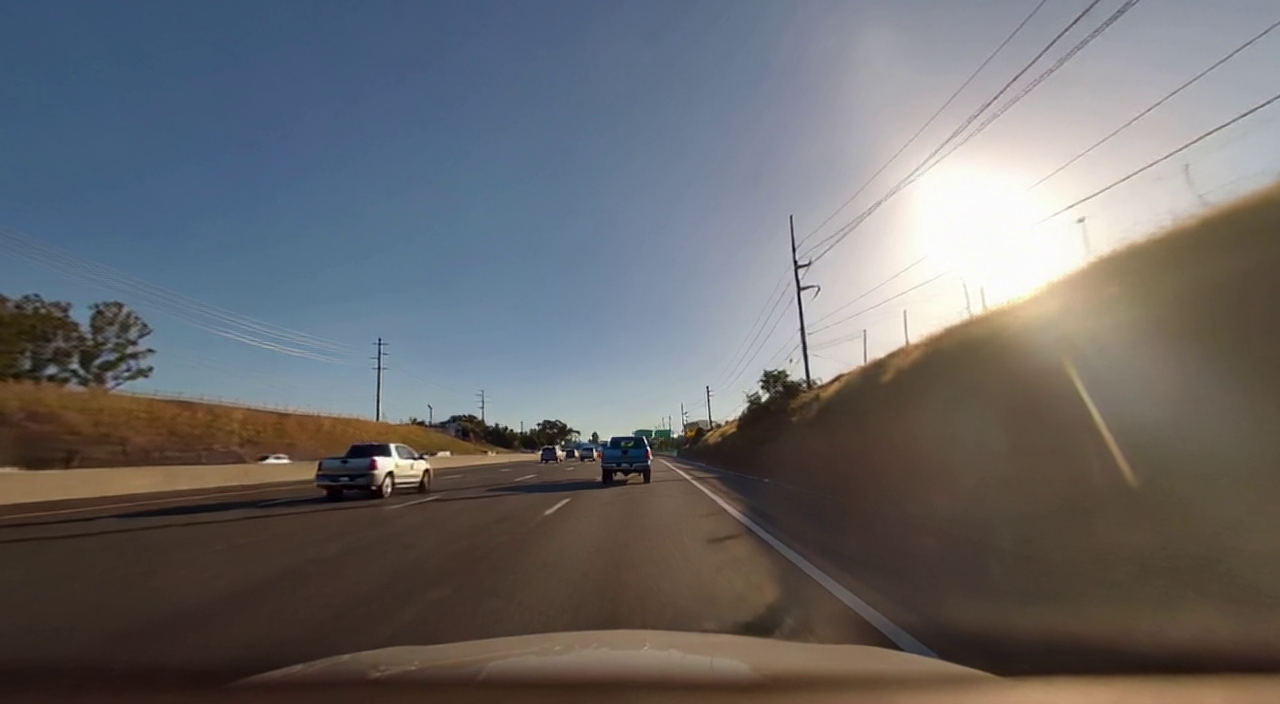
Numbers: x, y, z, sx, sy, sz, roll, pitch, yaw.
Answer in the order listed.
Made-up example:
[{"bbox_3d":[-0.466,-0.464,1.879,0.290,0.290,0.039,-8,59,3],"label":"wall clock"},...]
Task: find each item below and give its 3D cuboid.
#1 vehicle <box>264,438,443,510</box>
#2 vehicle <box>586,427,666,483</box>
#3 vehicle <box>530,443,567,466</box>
[{"bbox_3d":[-7.143,3.085,16.520,2.189,1.553,5.202,0,-8,1],"label":"vehicle"},{"bbox_3d":[-0.532,4.315,26.651,2.972,2.087,6.126,0,-8,0],"label":"vehicle"},{"bbox_3d":[-6.996,7.860,48.478,2.055,1.618,4.457,0,-8,1],"label":"vehicle"}]
